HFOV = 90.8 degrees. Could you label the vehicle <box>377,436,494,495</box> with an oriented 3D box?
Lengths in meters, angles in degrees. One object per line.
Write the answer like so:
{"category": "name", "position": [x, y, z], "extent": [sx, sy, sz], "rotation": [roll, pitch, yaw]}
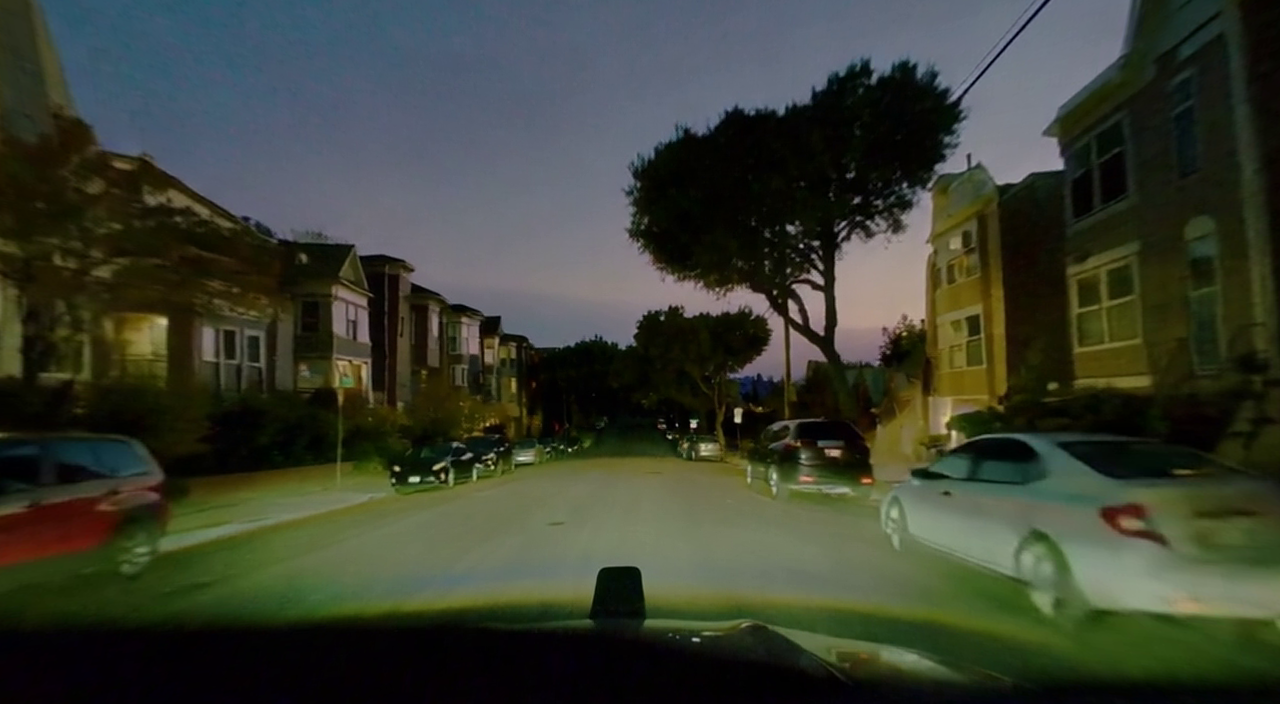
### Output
{"category": "vehicle", "position": [-5.786, 3.243, 18.535], "extent": [1.998, 1.485, 4.476], "rotation": [0, -8, -1]}

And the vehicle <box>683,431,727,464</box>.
{"category": "vehicle", "position": [3.695, 5.516, 36.622], "extent": [1.952, 1.738, 4.518], "rotation": [0, -8, -2]}

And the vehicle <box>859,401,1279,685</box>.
{"category": "vehicle", "position": [3.721, 1.333, 5.630], "extent": [1.968, 1.505, 4.368], "rotation": [0, -8, 0]}

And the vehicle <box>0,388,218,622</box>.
{"category": "vehicle", "position": [-5.942, 1.277, 5.061], "extent": [2.106, 1.760, 4.573], "rotation": [-4, -9, -2]}

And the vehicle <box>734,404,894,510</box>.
{"category": "vehicle", "position": [3.630, 2.311, 14.283], "extent": [2.158, 1.977, 4.750], "rotation": [0, -8, -1]}
